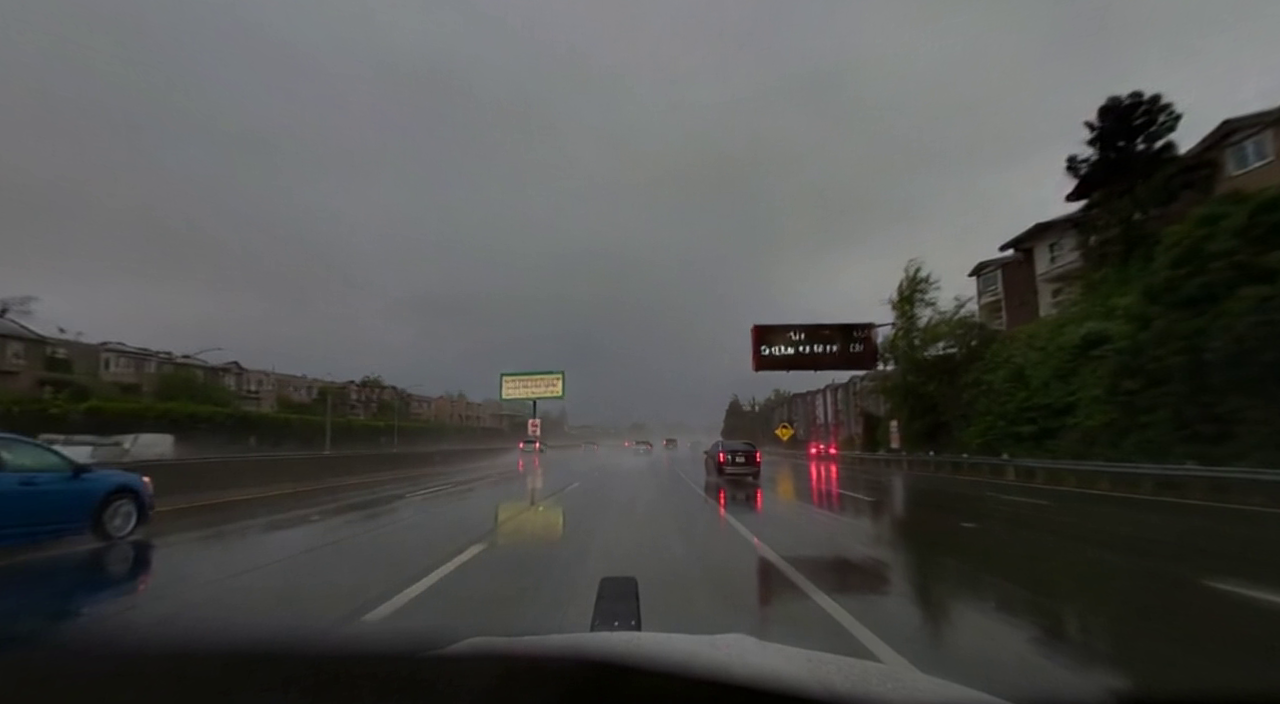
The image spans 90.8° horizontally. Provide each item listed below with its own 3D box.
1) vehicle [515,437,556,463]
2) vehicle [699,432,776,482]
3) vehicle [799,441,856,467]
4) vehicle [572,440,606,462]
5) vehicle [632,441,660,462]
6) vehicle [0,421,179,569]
[{"bbox_3d":[-7.272,6.867,44.430,2.057,1.733,4.589,0,-8,1],"label":"vehicle"},{"bbox_3d":[3.513,3.879,23.619,2.080,1.694,4.286,0,-8,-1],"label":"vehicle"},{"bbox_3d":[11.038,6.023,37.535,2.061,1.459,4.273,0,-8,-1],"label":"vehicle"},{"bbox_3d":[-3.541,7.043,44.837,2.002,1.466,4.378,0,-8,0],"label":"vehicle"},{"bbox_3d":[0.435,7.303,46.433,1.992,1.431,4.055,0,-8,0],"label":"vehicle"},{"bbox_3d":[-7.518,1.480,6.594,2.021,1.496,4.495,0,-8,0],"label":"vehicle"}]
